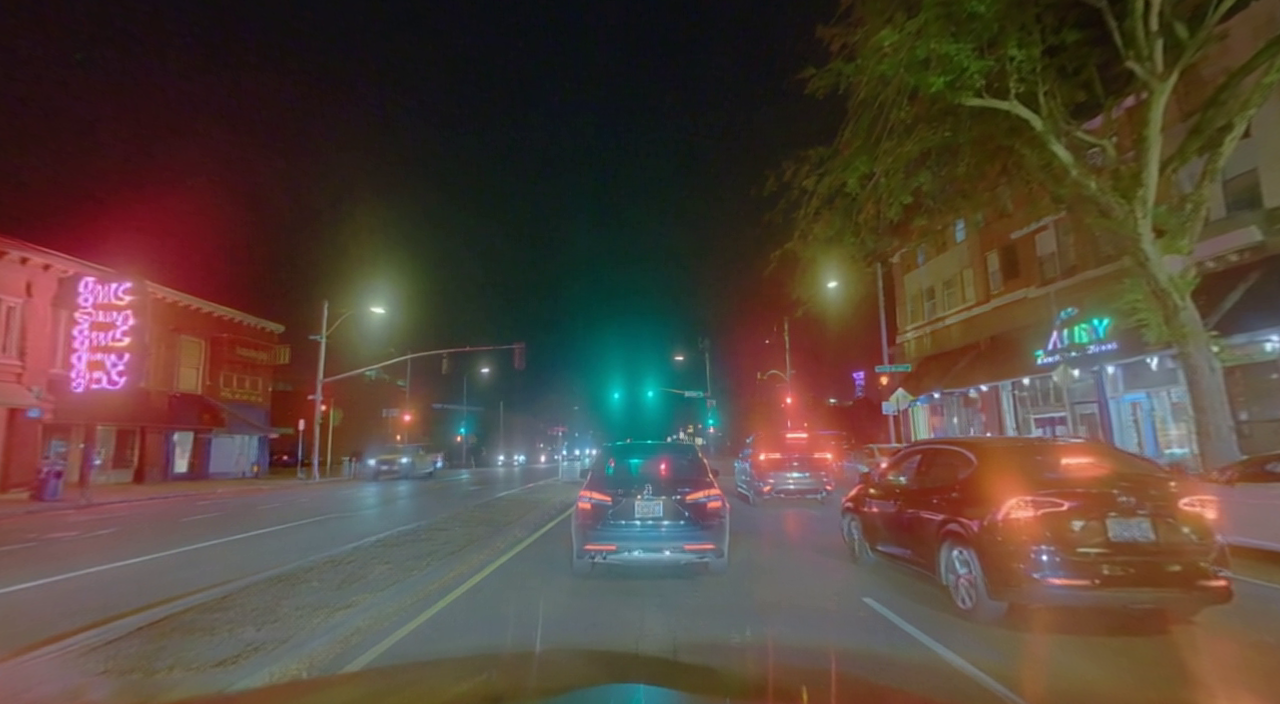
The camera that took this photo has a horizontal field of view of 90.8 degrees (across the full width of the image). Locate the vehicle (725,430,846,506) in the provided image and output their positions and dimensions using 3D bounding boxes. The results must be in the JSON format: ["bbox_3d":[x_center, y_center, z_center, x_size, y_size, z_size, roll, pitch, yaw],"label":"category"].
[{"bbox_3d":[3.544,2.914,16.322,2.025,1.660,4.334,0,-8,-1],"label":"vehicle"}]

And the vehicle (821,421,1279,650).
[{"bbox_3d":[3.414,1.525,6.317,1.988,1.480,4.195,0,-8,1],"label":"vehicle"}]

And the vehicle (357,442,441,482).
[{"bbox_3d":[-11.326,5.174,30.075,2.042,1.749,4.629,-1,-8,1],"label":"vehicle"}]

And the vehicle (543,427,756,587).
[{"bbox_3d":[0.061,1.732,7.808,2.006,1.487,3.535,0,-8,-1],"label":"vehicle"}]
